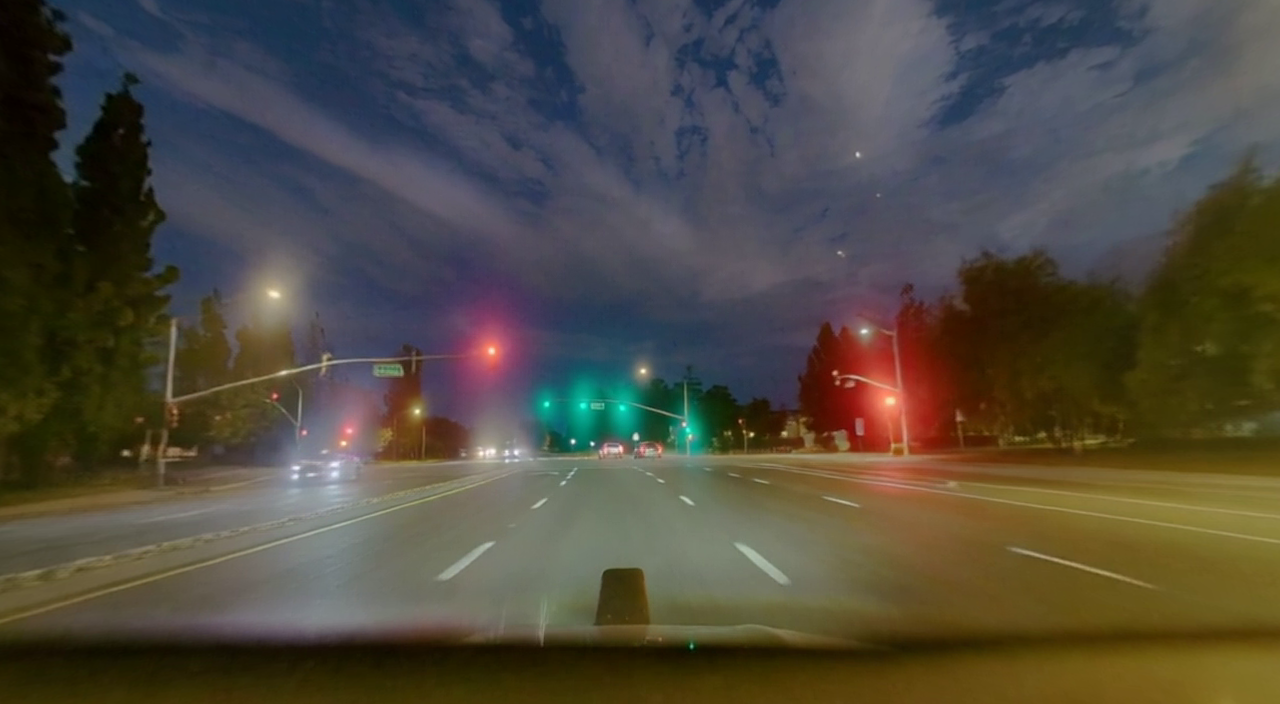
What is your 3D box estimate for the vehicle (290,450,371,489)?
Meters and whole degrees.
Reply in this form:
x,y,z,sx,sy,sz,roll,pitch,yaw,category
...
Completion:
x,y,z,sx,sy,sz,roll,pitch,yaw,category
-14.623,5.518,30.098,2.017,1.611,4.403,-1,-8,-6,vehicle
